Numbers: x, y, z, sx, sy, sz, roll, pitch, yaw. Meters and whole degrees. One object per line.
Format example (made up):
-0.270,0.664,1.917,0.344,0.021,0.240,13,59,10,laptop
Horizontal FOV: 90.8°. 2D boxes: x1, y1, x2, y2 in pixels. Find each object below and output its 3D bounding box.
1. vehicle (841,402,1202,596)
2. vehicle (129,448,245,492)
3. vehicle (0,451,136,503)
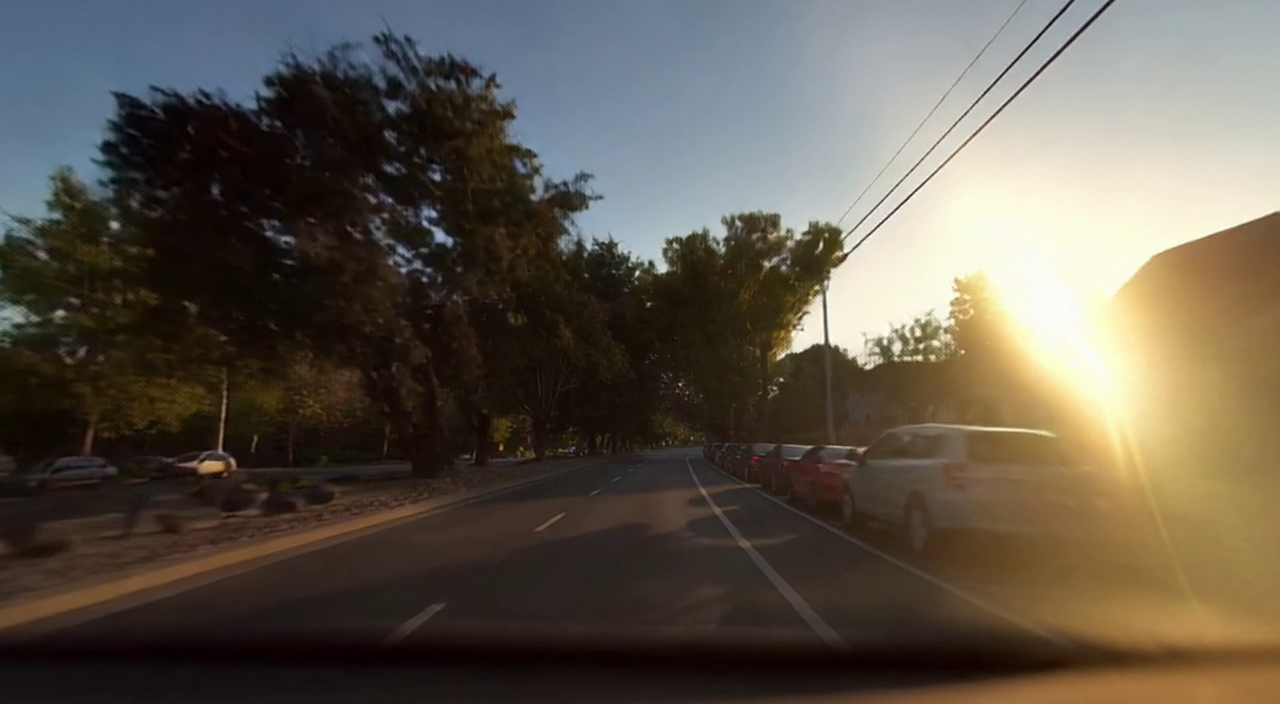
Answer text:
4.116,1.643,7.934,2.013,1.710,4.403,-1,-9,5,vehicle
-22.644,5.878,31.906,2.171,1.745,4.867,-2,-7,2,vehicle
-23.325,4.886,25.231,2.120,1.824,4.908,-1,-9,3,vehicle
